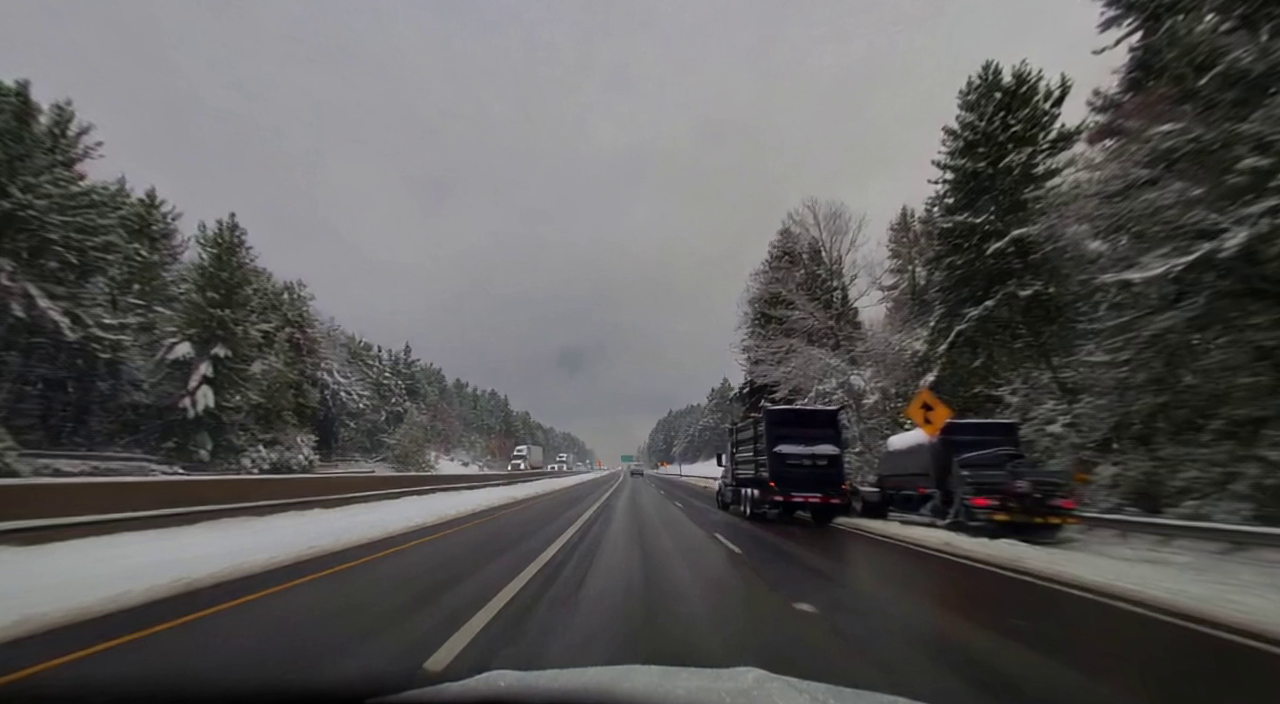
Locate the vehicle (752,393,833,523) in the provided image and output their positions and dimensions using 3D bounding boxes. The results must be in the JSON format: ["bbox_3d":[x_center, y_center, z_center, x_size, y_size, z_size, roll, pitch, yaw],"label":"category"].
[{"bbox_3d":[4.913,3.470,20.779,1.837,3.859,3.230,1,-10,1],"label":"vehicle"}]
